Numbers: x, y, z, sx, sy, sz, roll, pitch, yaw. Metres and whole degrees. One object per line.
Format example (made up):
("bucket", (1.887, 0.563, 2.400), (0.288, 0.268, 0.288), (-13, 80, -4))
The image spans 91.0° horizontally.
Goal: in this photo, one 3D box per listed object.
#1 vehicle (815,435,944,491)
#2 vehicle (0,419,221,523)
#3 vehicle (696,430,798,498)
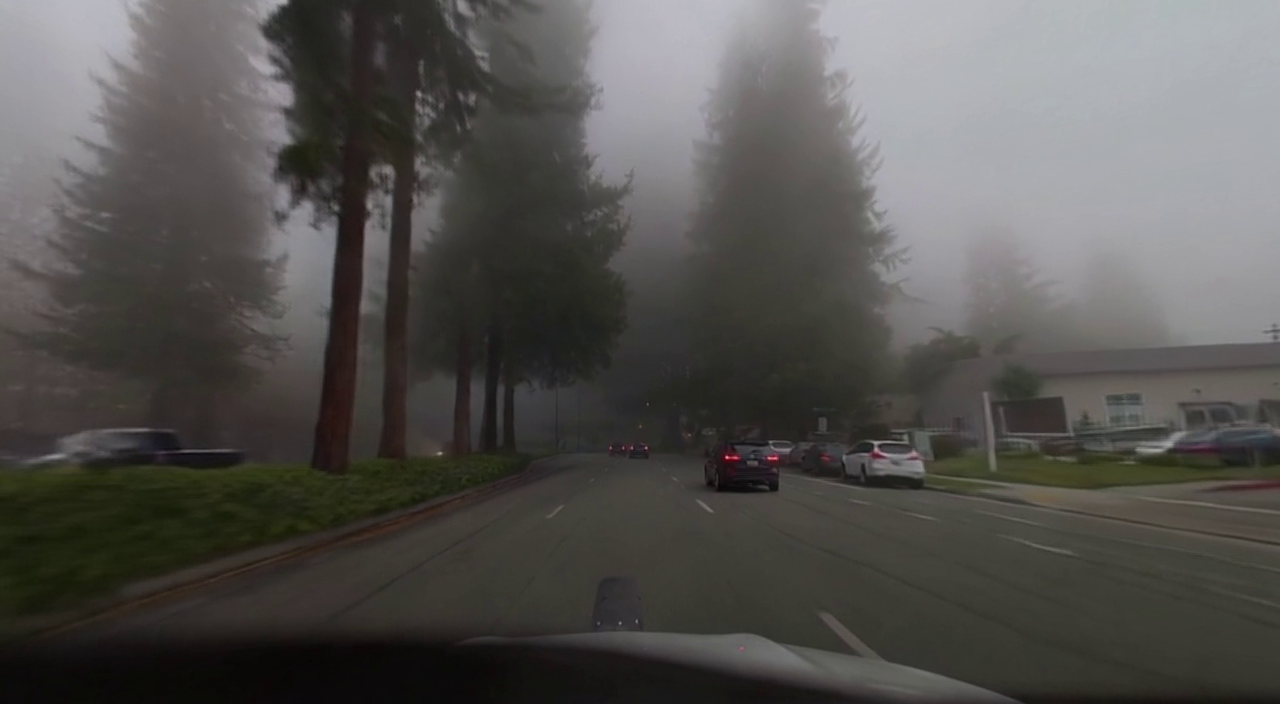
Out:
("vehicle", (7.483, 3.519, 20.374), (2.068, 1.558, 5.058), (0, -9, -2))
("vehicle", (-11.437, 2.364, 13.060), (2.207, 1.745, 4.717), (0, -9, 0))
("vehicle", (2.823, 3.060, 17.573), (2.022, 1.656, 4.025), (0, -9, -1))
